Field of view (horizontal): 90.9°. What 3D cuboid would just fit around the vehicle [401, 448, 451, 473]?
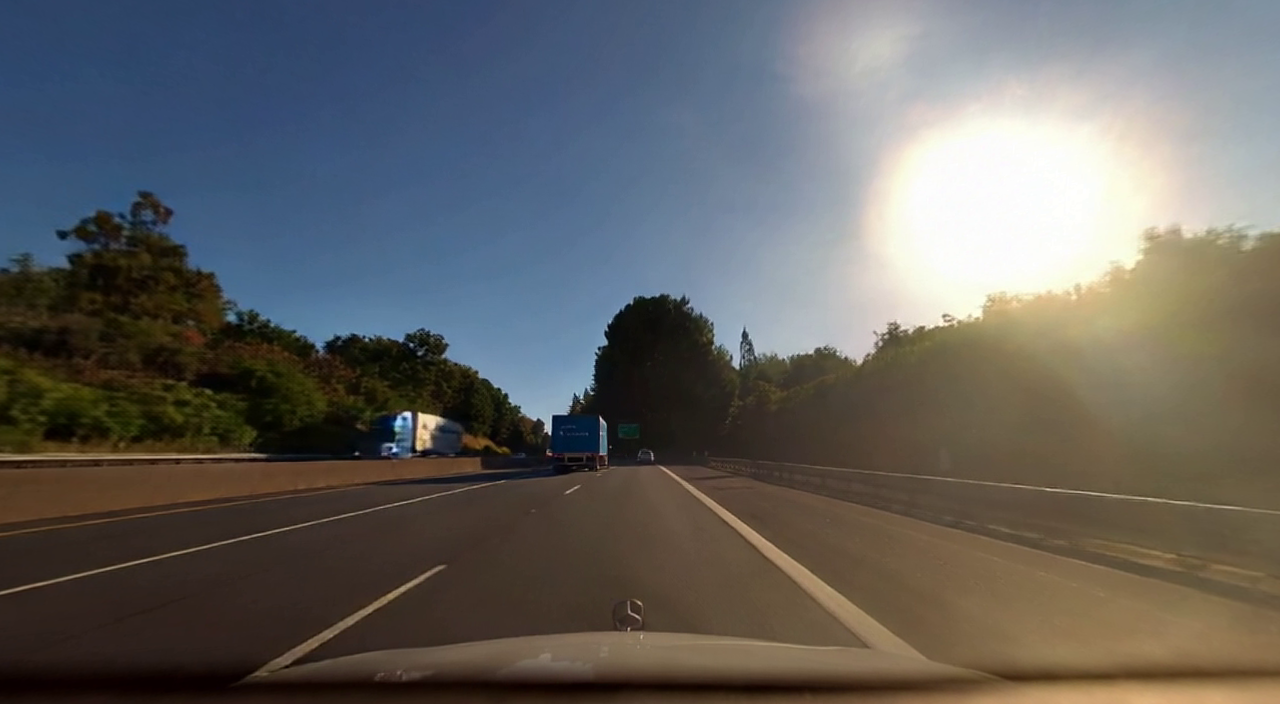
[{"bbox_3d":[-13.130,6.664,38.825,1.777,1.473,3.648,0,-9,1],"label":"vehicle"}]

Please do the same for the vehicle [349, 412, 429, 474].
[{"bbox_3d":[-17.255,6.320,43.743,3.012,3.971,5.873,0,-9,0],"label":"vehicle"}]

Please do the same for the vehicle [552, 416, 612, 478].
[{"bbox_3d":[-3.147,5.445,36.070,2.695,3.151,6.885,0,-9,0],"label":"vehicle"}]
